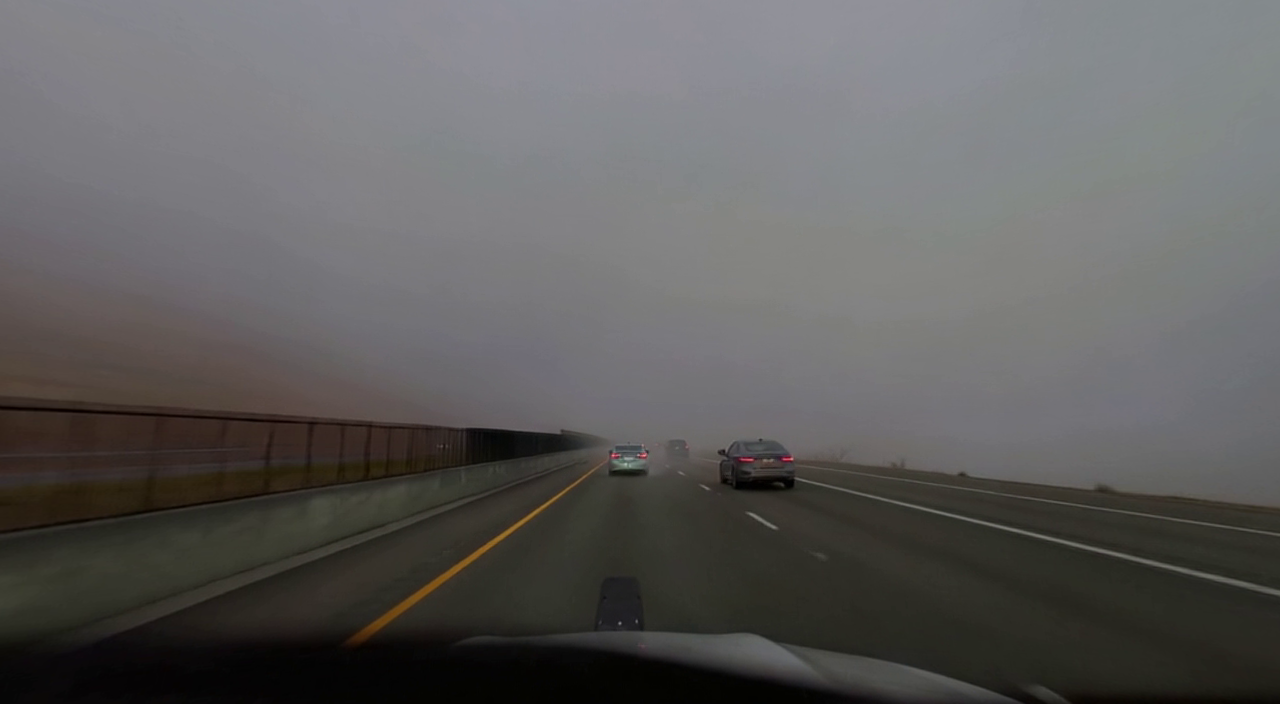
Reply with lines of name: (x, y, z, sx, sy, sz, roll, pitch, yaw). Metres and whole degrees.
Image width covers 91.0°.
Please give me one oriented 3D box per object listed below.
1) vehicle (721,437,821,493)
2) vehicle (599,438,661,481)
vehicle: (3.735, 3.285, 18.711, 1.957, 1.447, 4.241, 0, -8, -2)
vehicle: (-0.350, 3.944, 23.291, 2.085, 1.449, 3.860, 0, -8, 0)
